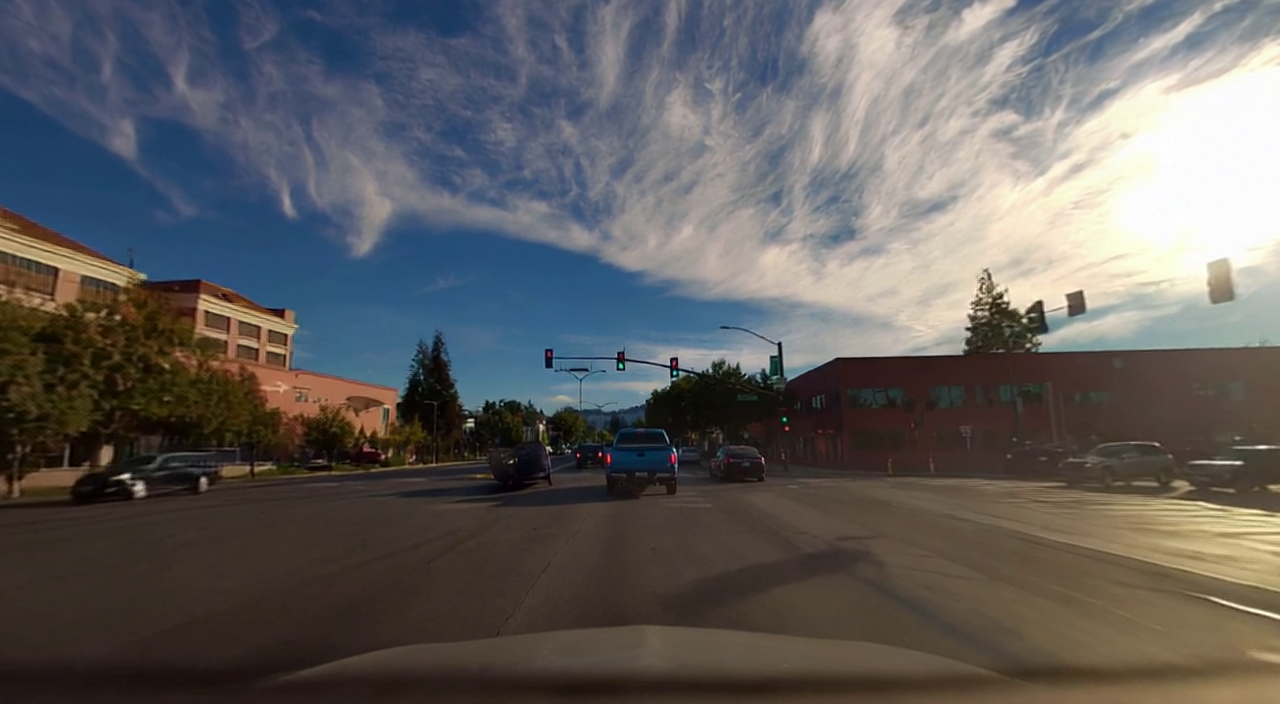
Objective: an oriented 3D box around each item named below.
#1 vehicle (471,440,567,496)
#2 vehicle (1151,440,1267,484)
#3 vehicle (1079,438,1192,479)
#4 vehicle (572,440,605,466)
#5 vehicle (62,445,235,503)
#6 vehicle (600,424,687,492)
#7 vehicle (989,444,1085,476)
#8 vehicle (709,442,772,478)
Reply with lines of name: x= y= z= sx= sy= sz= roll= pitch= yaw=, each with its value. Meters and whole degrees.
vehicle: x=-3.534 y=3.450 z=19.267 sx=1.986 sy=1.465 sz=4.509 roll=0 pitch=-8 yaw=1
vehicle: x=23.645 y=4.510 z=26.183 sx=4.705 sy=1.675 sz=1.890 roll=4 pitch=-9 yaw=-27
vehicle: x=23.124 y=4.904 z=29.406 sx=4.786 sy=1.777 sz=2.248 roll=4 pitch=-9 yaw=-28
vehicle: x=-3.558 y=7.080 z=44.392 sx=2.018 sy=1.700 sz=4.142 roll=0 pitch=-8 yaw=0
vehicle: x=-15.909 y=3.915 z=20.806 sx=2.012 sy=1.674 sz=4.522 roll=0 pitch=-8 yaw=1
vehicle: x=0.103 y=3.407 z=20.612 sx=2.493 sy=1.934 sz=4.957 roll=0 pitch=-8 yaw=0
vehicle: x=19.960 y=5.364 z=31.651 sx=4.417 sy=1.492 sz=1.943 roll=4 pitch=-9 yaw=-26
vehicle: x=4.395 y=4.785 z=28.240 sx=1.968 sy=1.472 sz=4.456 roll=0 pitch=-8 yaw=-1
